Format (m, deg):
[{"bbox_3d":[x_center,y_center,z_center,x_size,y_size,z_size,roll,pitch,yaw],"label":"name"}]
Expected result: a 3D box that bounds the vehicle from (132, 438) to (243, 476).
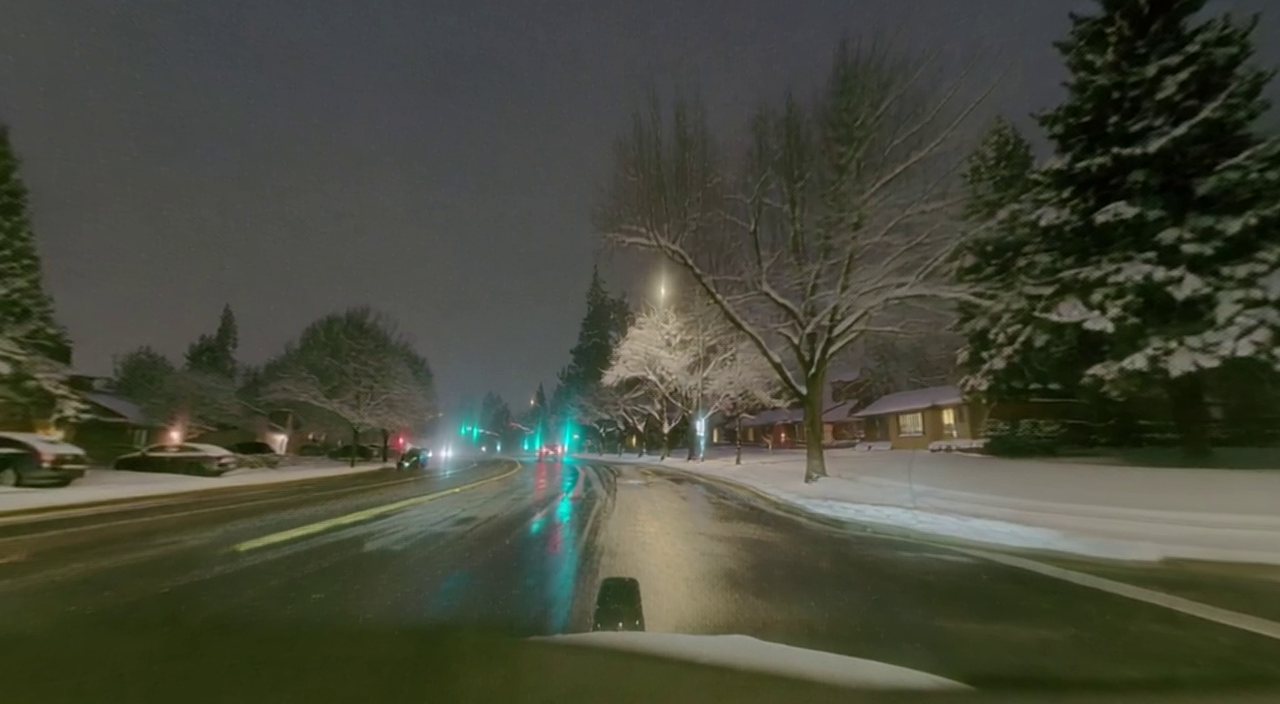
[{"bbox_3d":[-21.958,5.095,30.788,3.832,1.683,1.877,2,-9,-7],"label":"vehicle"}]
